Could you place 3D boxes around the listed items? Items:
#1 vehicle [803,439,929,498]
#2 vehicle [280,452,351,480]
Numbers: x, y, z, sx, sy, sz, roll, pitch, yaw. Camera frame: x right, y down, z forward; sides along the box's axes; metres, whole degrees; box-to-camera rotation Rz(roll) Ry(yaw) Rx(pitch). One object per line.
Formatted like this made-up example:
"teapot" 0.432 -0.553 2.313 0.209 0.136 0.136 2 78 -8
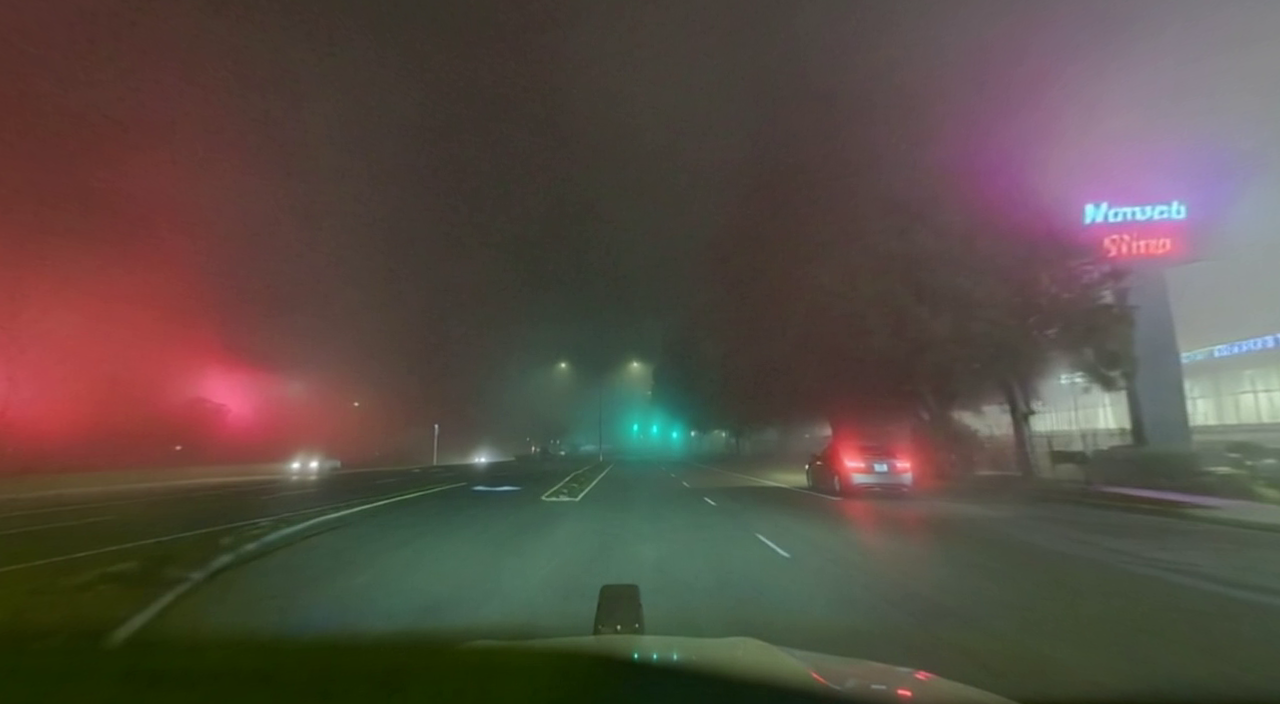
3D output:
"vehicle" 6.543 3.406 18.952 1.913 1.504 4.738 0 -8 -1
"vehicle" -19.373 6.812 37.963 1.895 1.458 4.586 -2 -9 0
